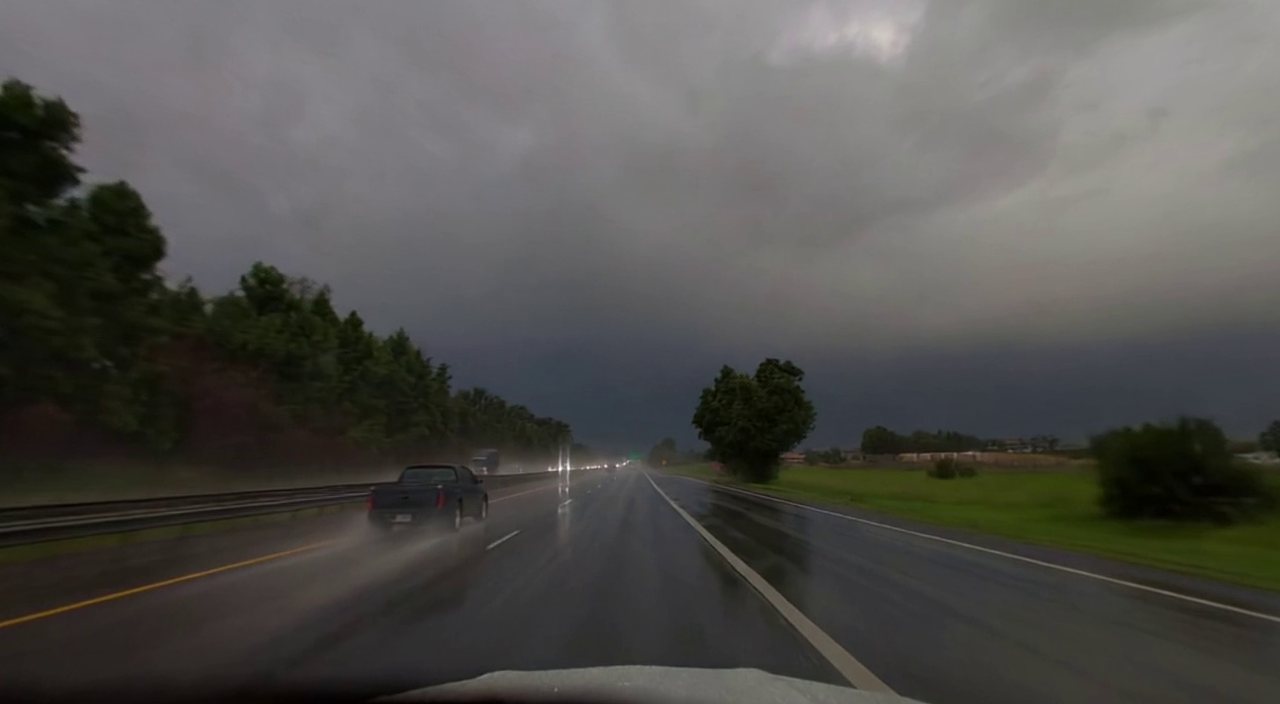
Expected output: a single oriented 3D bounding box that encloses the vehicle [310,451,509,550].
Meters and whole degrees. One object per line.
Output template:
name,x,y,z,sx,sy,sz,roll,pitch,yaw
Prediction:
vehicle,-4.041,2.708,12.033,2.043,1.486,4.442,0,-10,1
